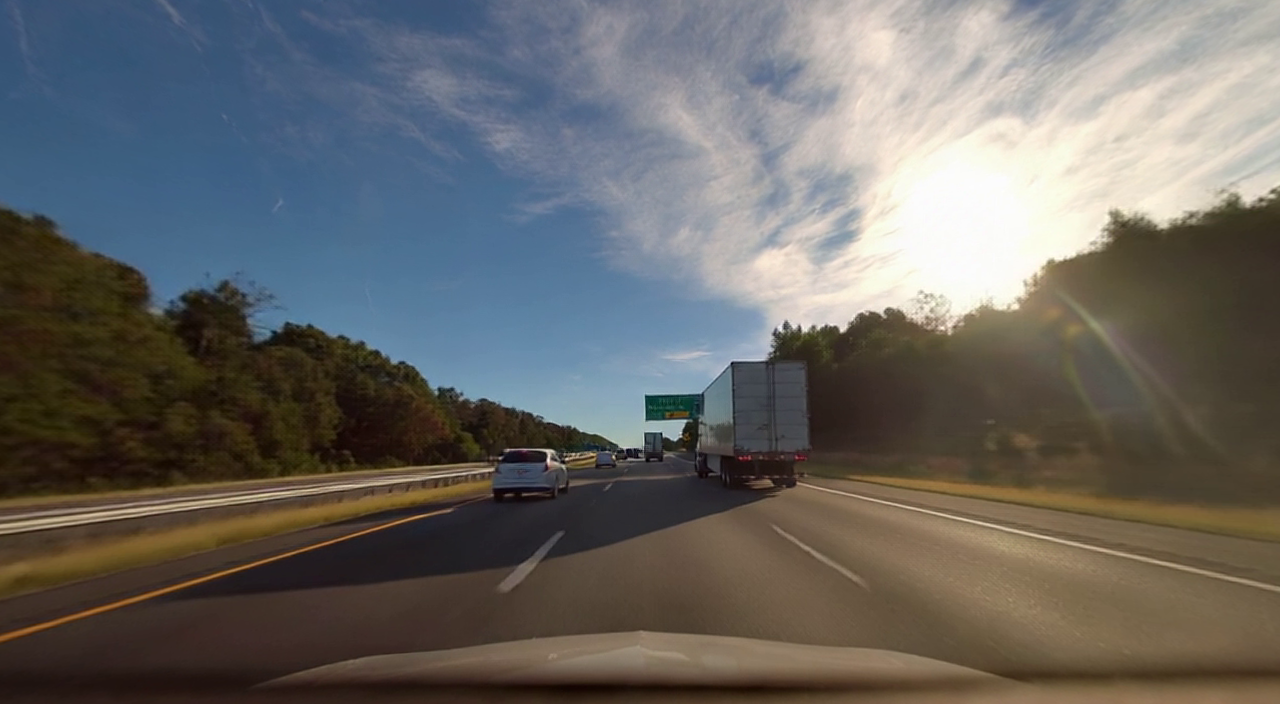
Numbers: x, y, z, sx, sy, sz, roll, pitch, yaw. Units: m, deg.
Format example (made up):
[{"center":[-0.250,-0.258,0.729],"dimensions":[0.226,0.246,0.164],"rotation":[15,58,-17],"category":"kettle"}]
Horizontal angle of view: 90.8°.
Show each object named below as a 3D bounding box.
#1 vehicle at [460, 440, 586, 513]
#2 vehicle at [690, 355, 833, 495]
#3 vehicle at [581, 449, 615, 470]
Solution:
[{"center":[-2.713,3.041,15.943],"dimensions":[2.104,1.526,4.940],"rotation":[0,-9,2],"category":"vehicle"},{"center":[4.101,3.232,25.679],"dimensions":[2.974,4.083,14.389],"rotation":[0,-9,0],"category":"vehicle"},{"center":[-3.062,7.953,46.901],"dimensions":[2.121,1.445,4.651],"rotation":[0,-9,1],"category":"vehicle"}]
